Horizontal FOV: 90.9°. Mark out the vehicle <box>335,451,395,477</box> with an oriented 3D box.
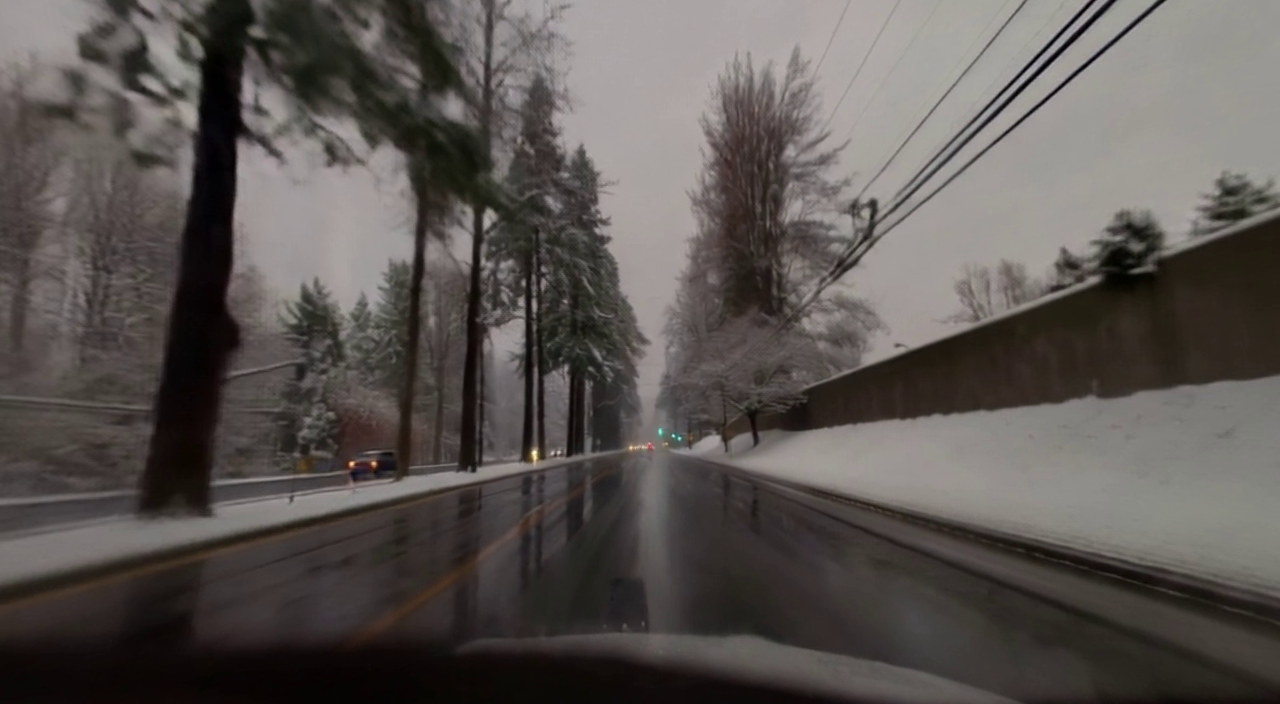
[{"bbox_3d":[-18.104,7.380,41.757,1.930,1.608,4.414,0,-8,0],"label":"vehicle"}]
